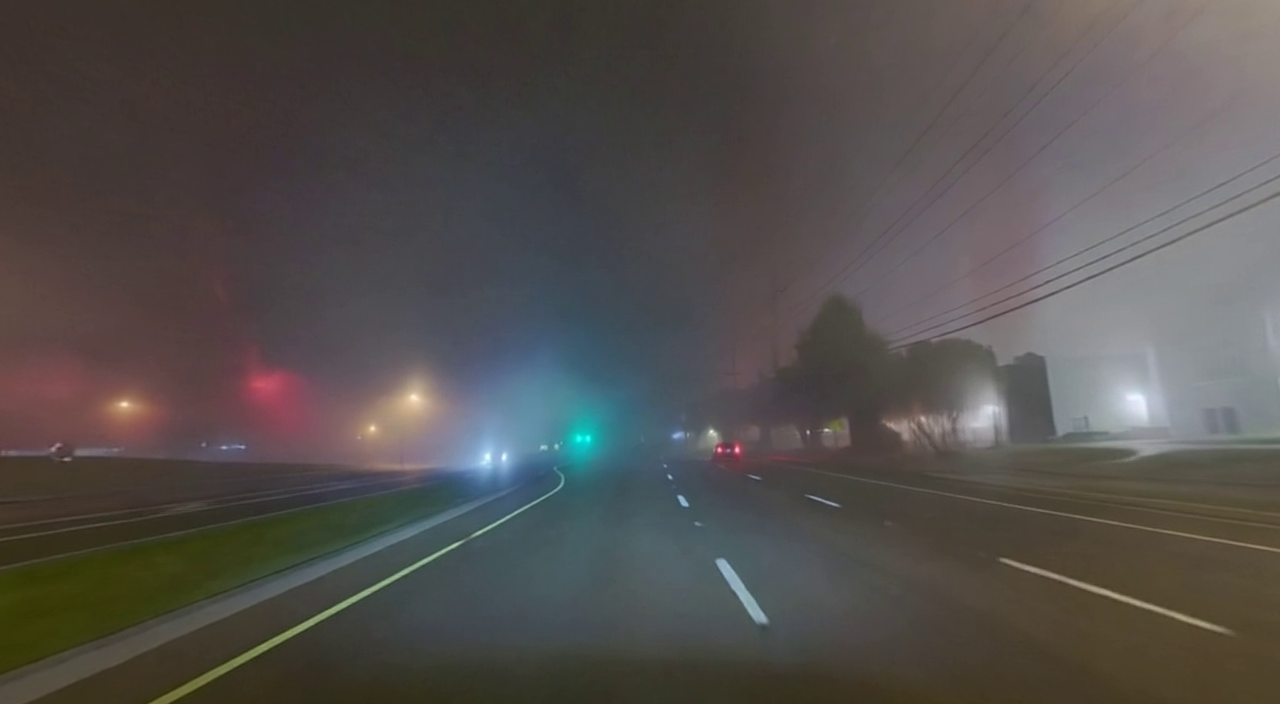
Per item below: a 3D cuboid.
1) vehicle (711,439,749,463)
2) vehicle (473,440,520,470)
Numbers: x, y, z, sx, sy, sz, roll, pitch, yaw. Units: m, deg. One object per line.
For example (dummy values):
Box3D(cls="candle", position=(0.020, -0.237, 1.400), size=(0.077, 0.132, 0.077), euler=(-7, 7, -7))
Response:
Box3D(cls="vehicle", position=(5.810, 6.426, 41.071), size=(1.908, 1.476, 3.880), euler=(0, -8, 0))
Box3D(cls="vehicle", position=(-9.575, 6.912, 42.471), size=(2.041, 1.829, 4.797), euler=(0, -8, 0))
